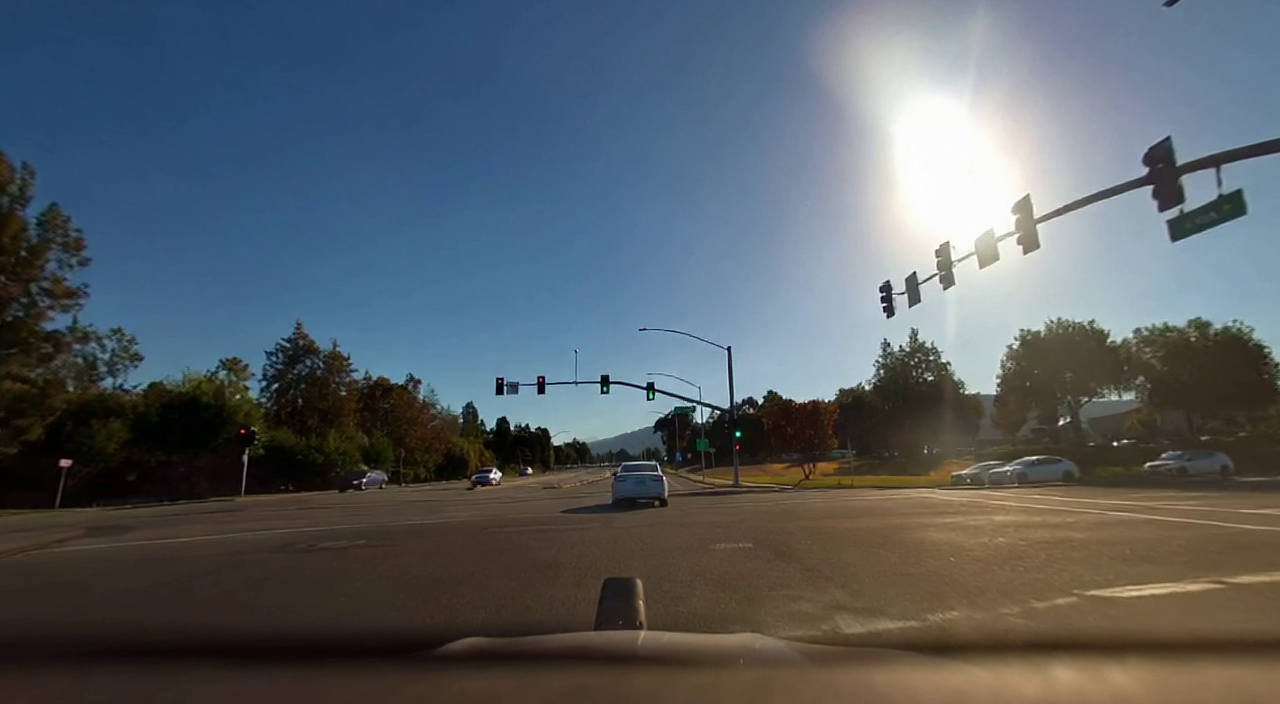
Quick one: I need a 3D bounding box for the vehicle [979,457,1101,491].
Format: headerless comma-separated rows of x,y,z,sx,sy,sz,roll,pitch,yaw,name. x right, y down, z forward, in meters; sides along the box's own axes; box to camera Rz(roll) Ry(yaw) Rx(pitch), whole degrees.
18.481,5.620,29.170,4.441,1.466,1.982,1,-9,-9,vehicle

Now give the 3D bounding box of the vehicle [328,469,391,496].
-20.512,9.547,46.247,2.189,1.720,4.653,-1,-9,4,vehicle

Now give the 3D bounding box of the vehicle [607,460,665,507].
-0.113,4.717,22.924,1.954,1.469,3.465,0,-9,1,vehicle

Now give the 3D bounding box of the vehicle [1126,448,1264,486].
26.544,5.467,30.178,4.825,1.725,2.258,1,-9,-10,vehicle
